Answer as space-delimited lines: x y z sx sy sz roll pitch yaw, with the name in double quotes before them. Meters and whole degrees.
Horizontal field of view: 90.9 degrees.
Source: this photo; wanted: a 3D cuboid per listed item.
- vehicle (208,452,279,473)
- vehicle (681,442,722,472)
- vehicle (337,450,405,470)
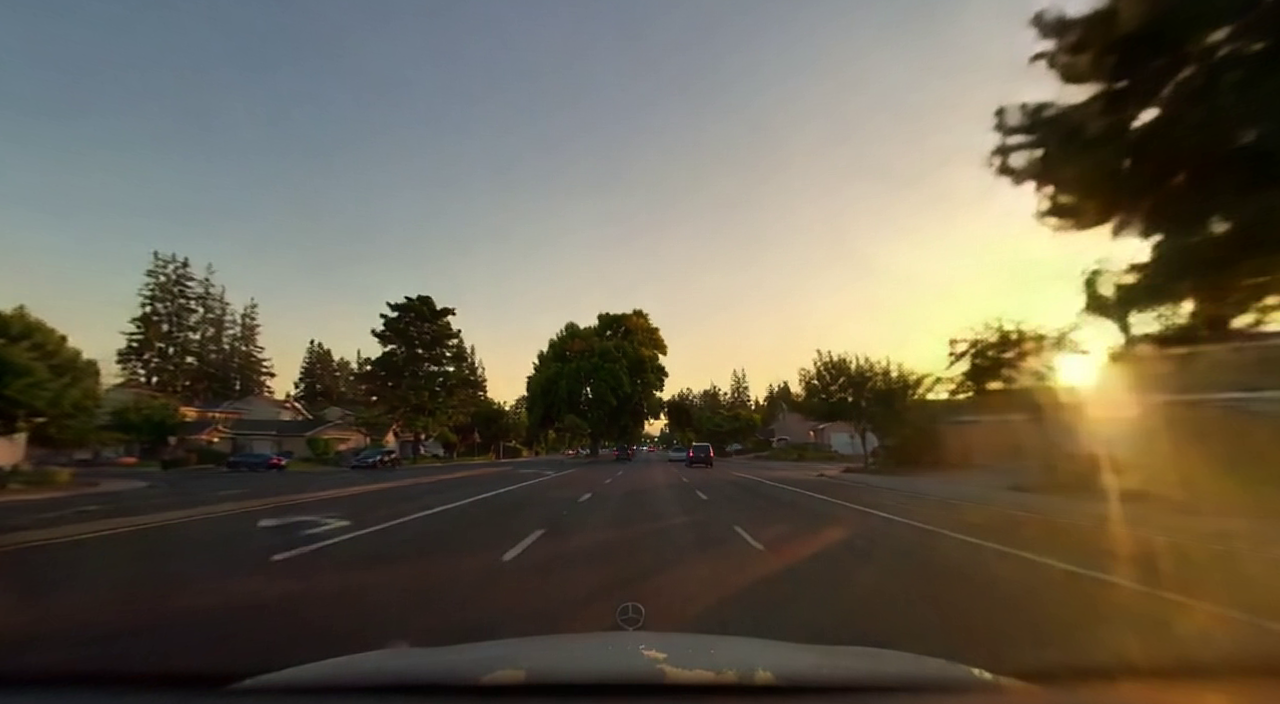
"vehicle" -28.922 8.029 45.952 4.317 1.476 1.910 -2 -9 17
"vehicle" 3.861 6.668 40.351 2.114 1.780 4.445 0 -8 0
"vehicle" -20.584 8.284 48.325 4.351 1.489 1.890 0 -8 0
